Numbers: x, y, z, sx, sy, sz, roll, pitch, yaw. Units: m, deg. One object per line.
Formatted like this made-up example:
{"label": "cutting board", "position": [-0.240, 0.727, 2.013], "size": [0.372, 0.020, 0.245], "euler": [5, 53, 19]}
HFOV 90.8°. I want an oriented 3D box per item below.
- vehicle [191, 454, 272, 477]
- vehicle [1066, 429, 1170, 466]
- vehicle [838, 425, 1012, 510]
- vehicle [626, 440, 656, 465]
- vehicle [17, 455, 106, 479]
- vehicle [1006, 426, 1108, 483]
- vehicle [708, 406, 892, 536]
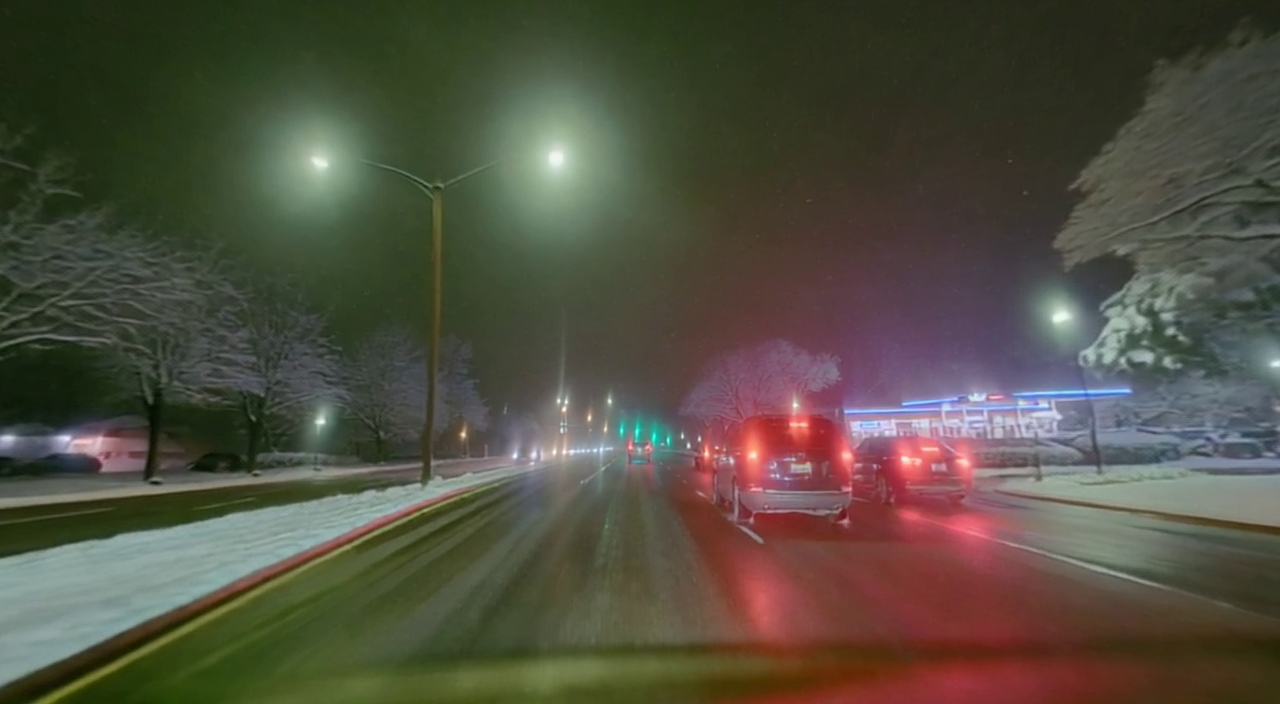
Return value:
{"label": "vehicle", "position": [-29.109, 8.077, 45.067], "size": [4.435, 1.507, 1.926], "euler": [0, -8, 1]}
{"label": "vehicle", "position": [24.015, 4.847, 31.972], "size": [1.911, 1.714, 4.237], "euler": [0, -9, 0]}
{"label": "vehicle", "position": [6.756, 2.783, 15.707], "size": [2.025, 1.765, 4.729], "euler": [0, -8, -1]}
{"label": "vehicle", "position": [0.046, 7.143, 45.026], "size": [2.101, 1.707, 3.904], "euler": [0, -8, -1]}
{"label": "vehicle", "position": [-40.719, 8.078, 44.491], "size": [4.479, 1.563, 1.966], "euler": [-1, -9, 5]}
{"label": "vehicle", "position": [15.701, 3.812, 23.680], "size": [4.816, 1.882, 2.059], "euler": [8, -12, -44]}
{"label": "vehicle", "position": [2.670, 2.145, 11.977], "size": [2.038, 1.917, 4.900], "euler": [0, -8, -2]}
